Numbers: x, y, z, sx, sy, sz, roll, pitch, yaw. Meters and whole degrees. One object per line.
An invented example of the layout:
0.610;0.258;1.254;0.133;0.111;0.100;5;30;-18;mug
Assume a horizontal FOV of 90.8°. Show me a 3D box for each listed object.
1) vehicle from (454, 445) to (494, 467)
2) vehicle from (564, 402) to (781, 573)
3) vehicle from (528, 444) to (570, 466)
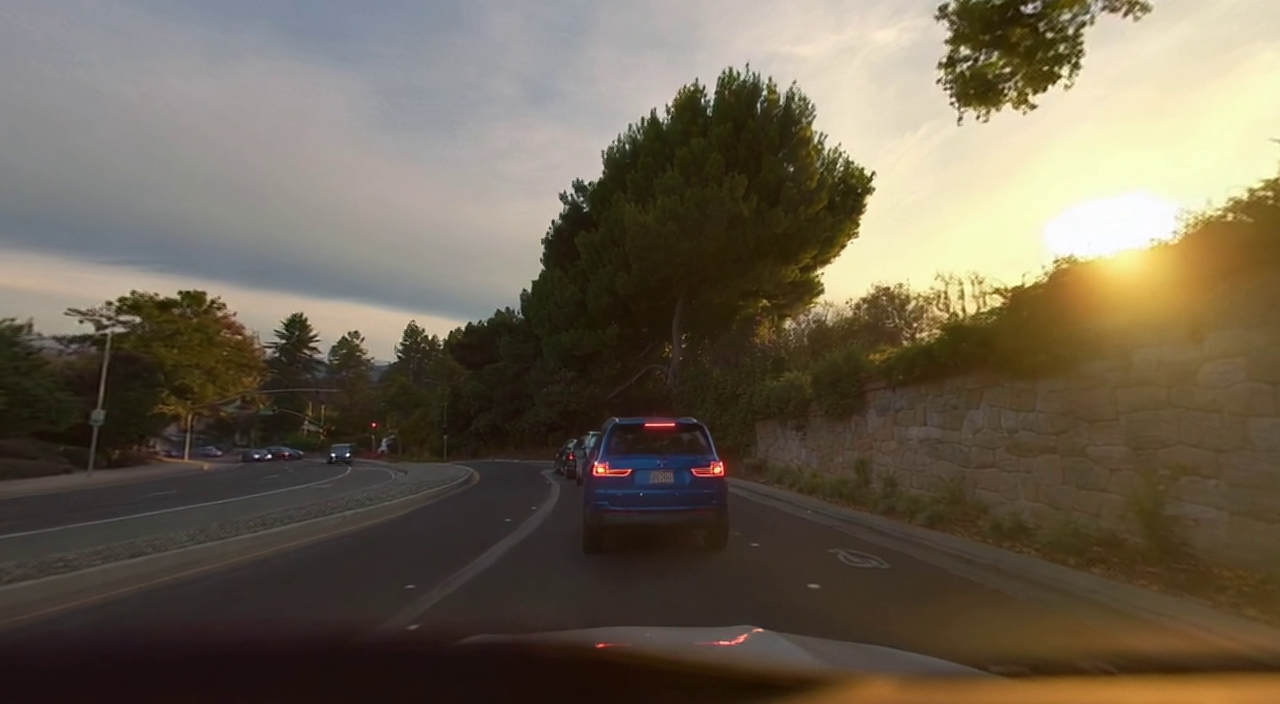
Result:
-12.282;7.640;46.620;2.023;1.474;4.286;4;-9;-25;vehicle
0.189;1.728;8.830;2.287;1.762;4.269;1;-8;-4;vehicle
-6.551;7.313;45.093;1.932;1.488;4.578;3;-9;-21;vehicle
